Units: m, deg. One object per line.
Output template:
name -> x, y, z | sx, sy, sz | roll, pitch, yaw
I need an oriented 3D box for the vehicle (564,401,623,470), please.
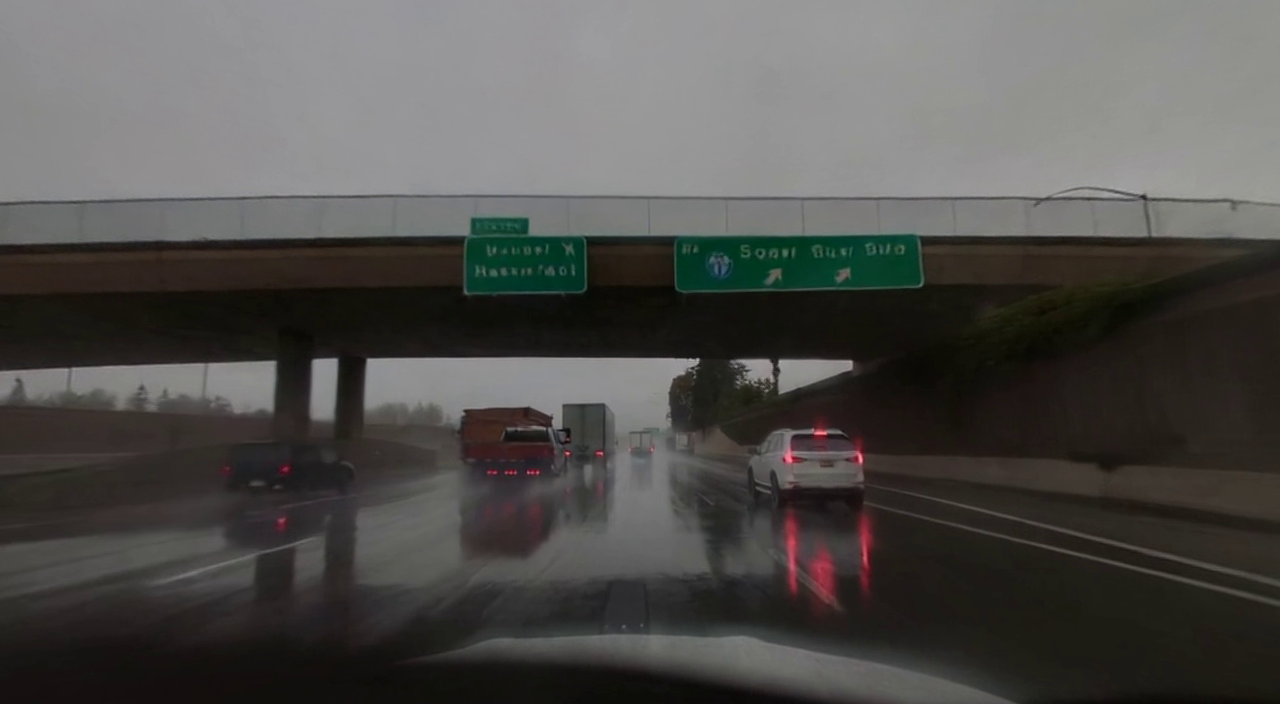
vehicle -> -3.028, 6.165, 45.737 | 2.869, 4.108, 15.564 | 0, -9, 1

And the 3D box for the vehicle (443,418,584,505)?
vehicle -> -3.281, 3.074, 18.202 | 2.645, 2.023, 6.491 | 0, -9, 1

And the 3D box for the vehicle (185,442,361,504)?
vehicle -> -10.027, 3.318, 17.815 | 1.981, 1.495, 4.834 | 0, -9, 1

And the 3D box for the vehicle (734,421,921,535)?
vehicle -> 3.093, 2.183, 11.516 | 2.028, 1.658, 4.334 | 0, -9, -1
